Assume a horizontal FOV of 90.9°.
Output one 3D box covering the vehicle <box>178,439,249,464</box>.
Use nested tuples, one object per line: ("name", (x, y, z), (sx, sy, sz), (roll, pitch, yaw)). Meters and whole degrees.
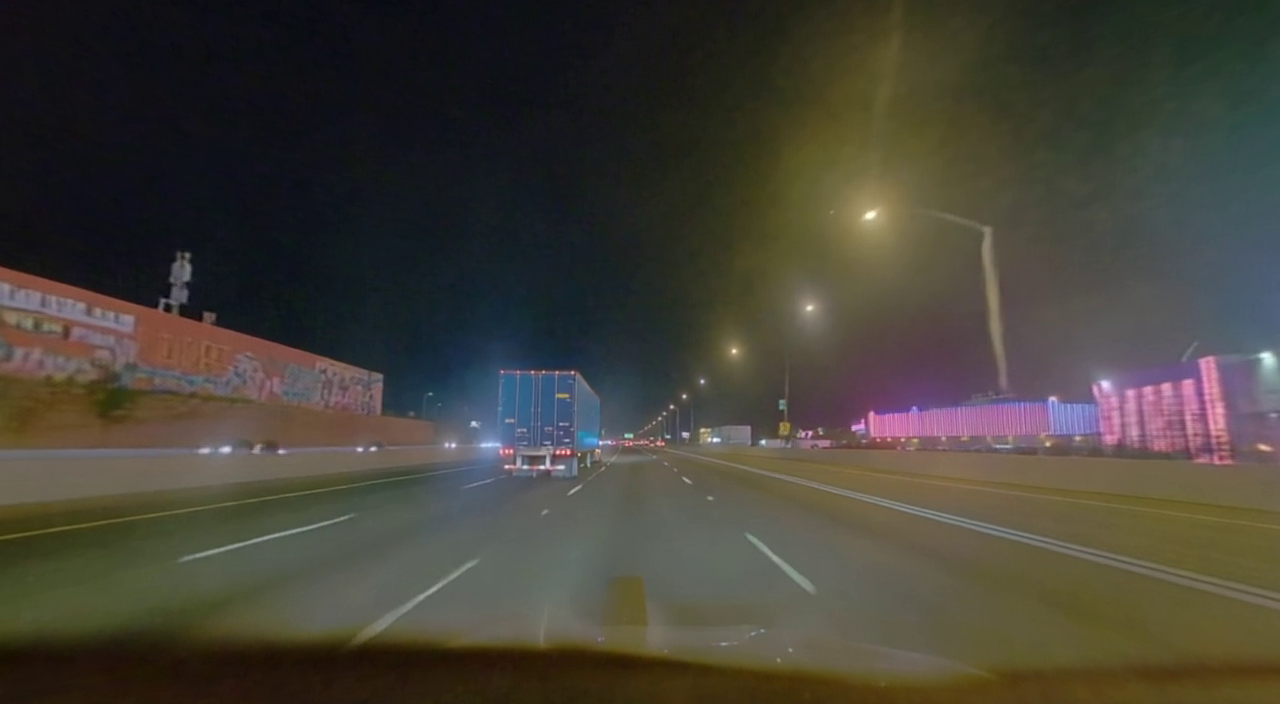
("vehicle", (-29.530, 6.889, 43.829), (1.757, 1.592, 4.390), (-1, -8, 3))

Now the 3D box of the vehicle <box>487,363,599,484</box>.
("vehicle", (-3.622, 2.924, 26.101), (2.977, 4.048, 8.890), (2, -6, 1))
